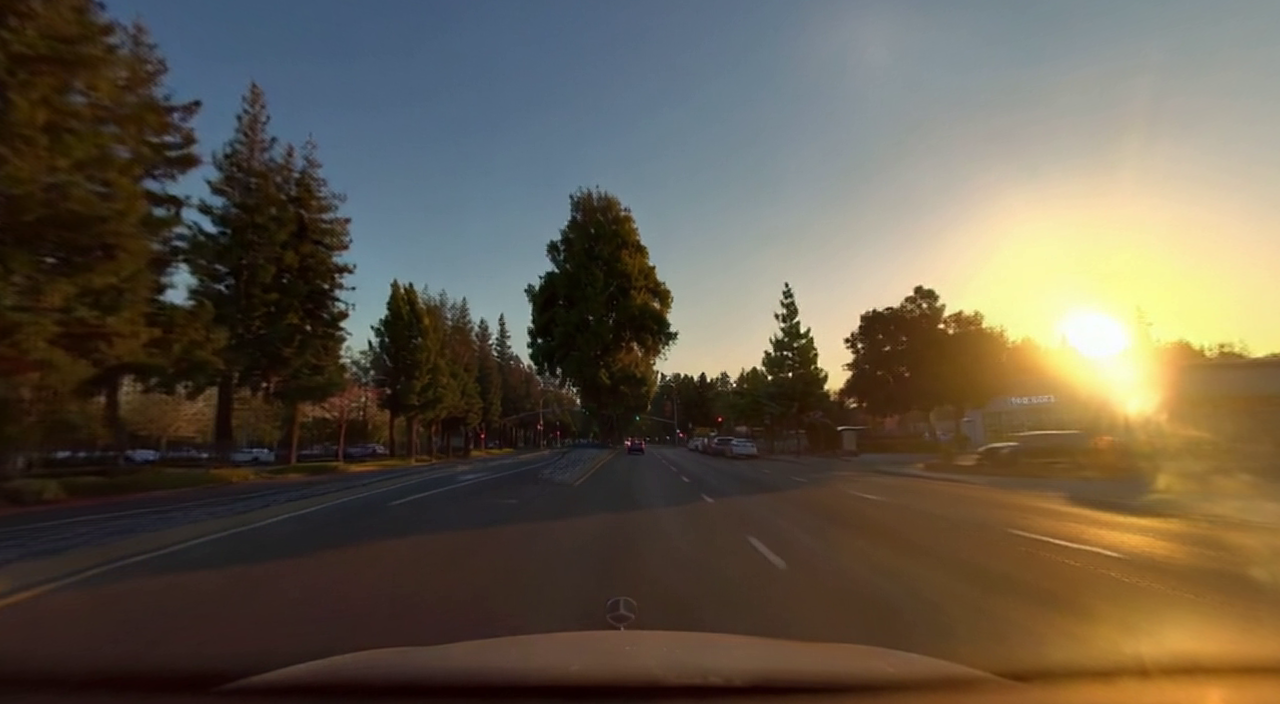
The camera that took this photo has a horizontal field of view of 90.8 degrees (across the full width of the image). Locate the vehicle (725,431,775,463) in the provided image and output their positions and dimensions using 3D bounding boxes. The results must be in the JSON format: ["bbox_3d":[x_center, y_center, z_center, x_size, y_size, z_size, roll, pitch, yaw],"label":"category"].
[{"bbox_3d":[6.466,5.637,37.667,1.985,1.758,4.523,0,-8,-2],"label":"vehicle"}]

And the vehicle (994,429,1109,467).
[{"bbox_3d":[17.941,4.184,27.621,3.923,1.575,1.882,1,-9,-12],"label":"vehicle"}]

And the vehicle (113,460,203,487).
[{"bbox_3d":[-33.149,8.366,43.644,4.705,1.627,2.017,5,-10,-32],"label":"vehicle"}]
